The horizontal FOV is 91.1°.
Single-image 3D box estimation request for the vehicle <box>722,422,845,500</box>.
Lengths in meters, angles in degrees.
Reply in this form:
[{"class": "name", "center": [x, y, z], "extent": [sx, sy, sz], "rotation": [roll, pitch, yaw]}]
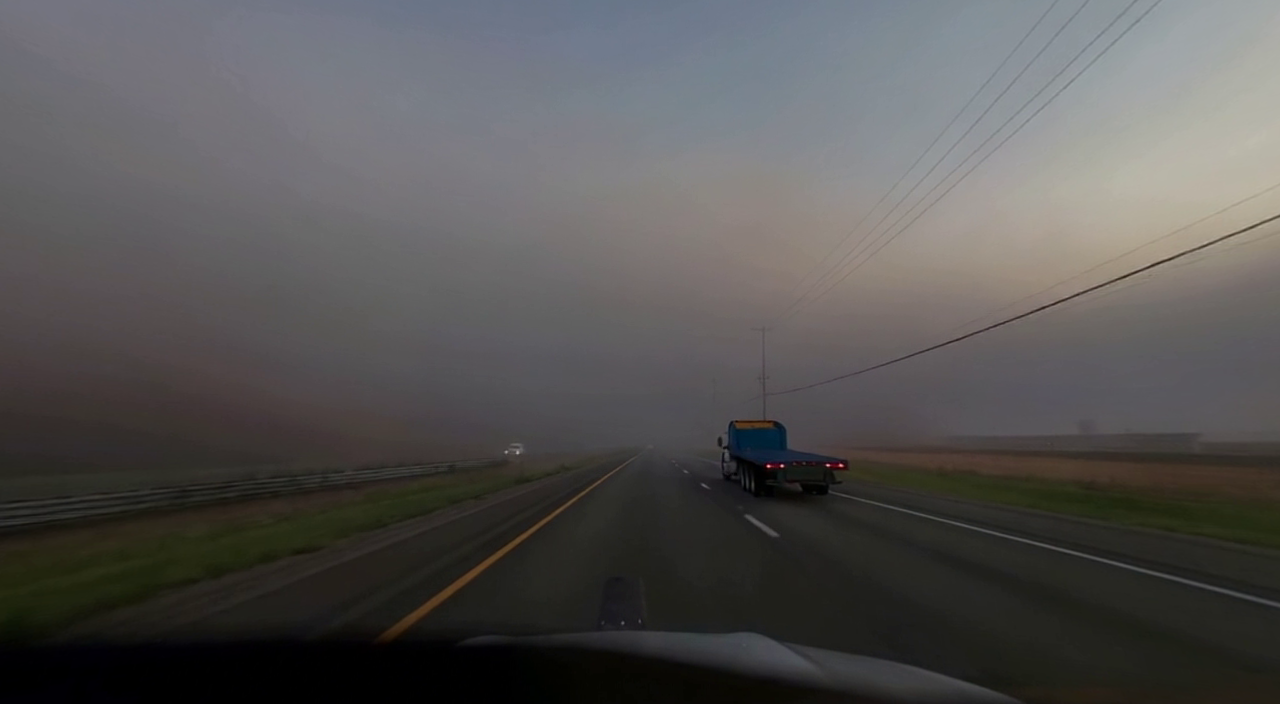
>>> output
[{"class": "vehicle", "center": [3.787, 3.009, 17.815], "extent": [2.228, 1.852, 5.449], "rotation": [0, -8, 0]}]
